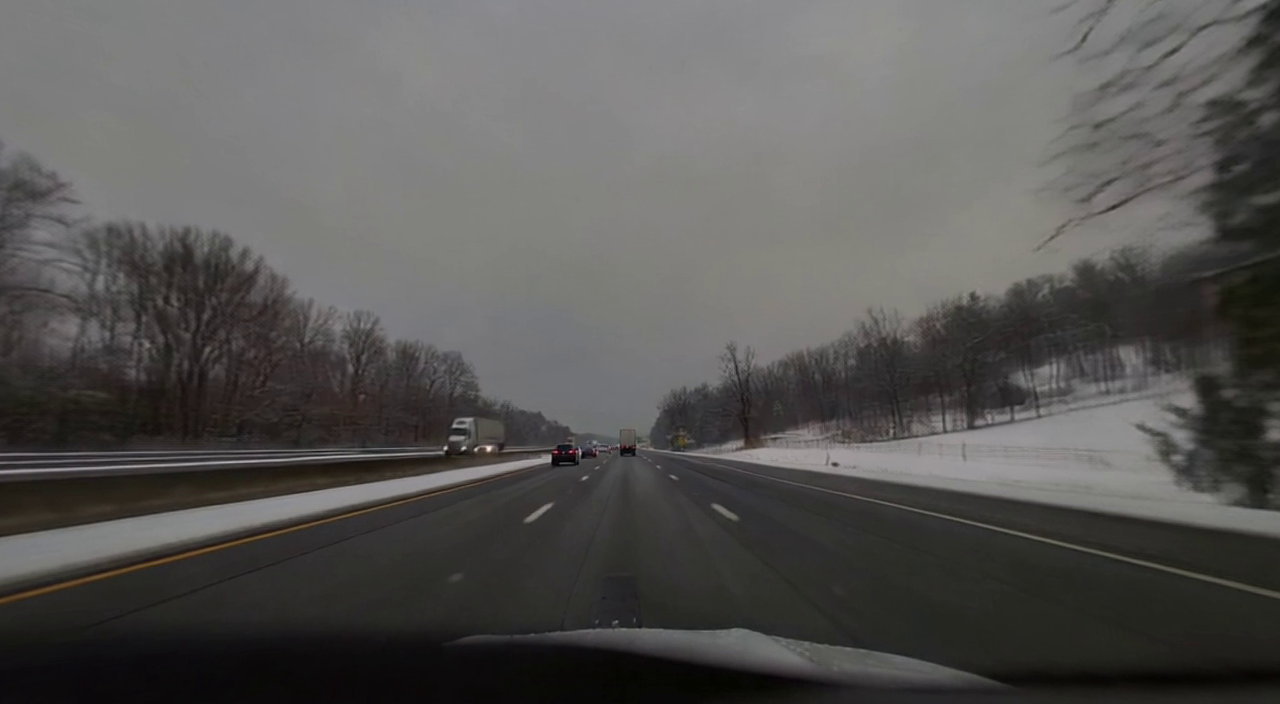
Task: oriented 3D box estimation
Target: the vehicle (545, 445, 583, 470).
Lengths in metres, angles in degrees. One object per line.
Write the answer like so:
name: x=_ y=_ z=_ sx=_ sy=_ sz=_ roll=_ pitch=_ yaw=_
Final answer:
vehicle: x=-4.742 y=6.597 z=39.463 sx=1.963 sy=1.475 sz=3.665 roll=0 pitch=-9 yaw=-1
